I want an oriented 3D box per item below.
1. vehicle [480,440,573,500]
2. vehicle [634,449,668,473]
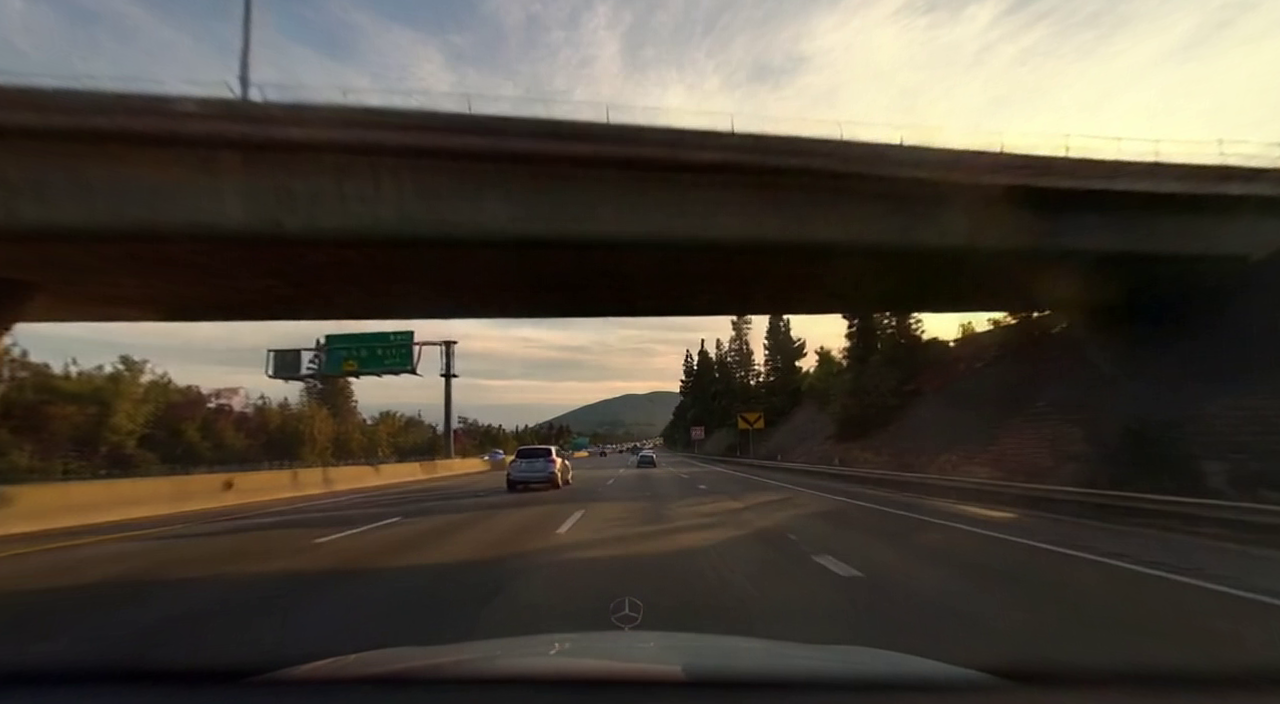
[{"bbox_3d":[-3.465,3.694,20.112,2.055,1.665,4.373,0,-9,1],"label":"vehicle"},{"bbox_3d":[0.695,7.180,41.713,2.113,1.537,4.208,0,-9,1],"label":"vehicle"}]
